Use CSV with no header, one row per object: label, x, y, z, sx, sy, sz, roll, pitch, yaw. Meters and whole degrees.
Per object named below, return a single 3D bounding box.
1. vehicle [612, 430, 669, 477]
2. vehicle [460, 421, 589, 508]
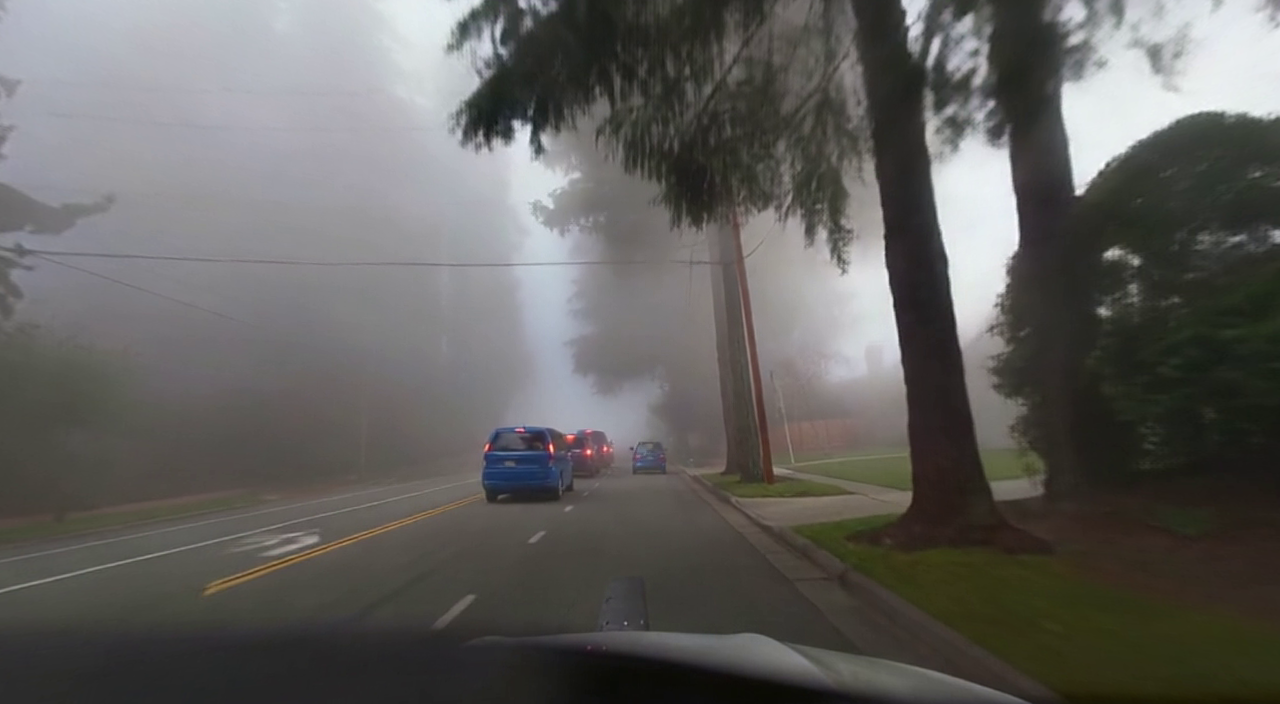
vehicle,-0.004,4.052,25.359,2.120,1.718,3.909,0,-9,-1
vehicle,-2.543,2.639,15.168,2.157,1.765,4.303,0,-9,2
